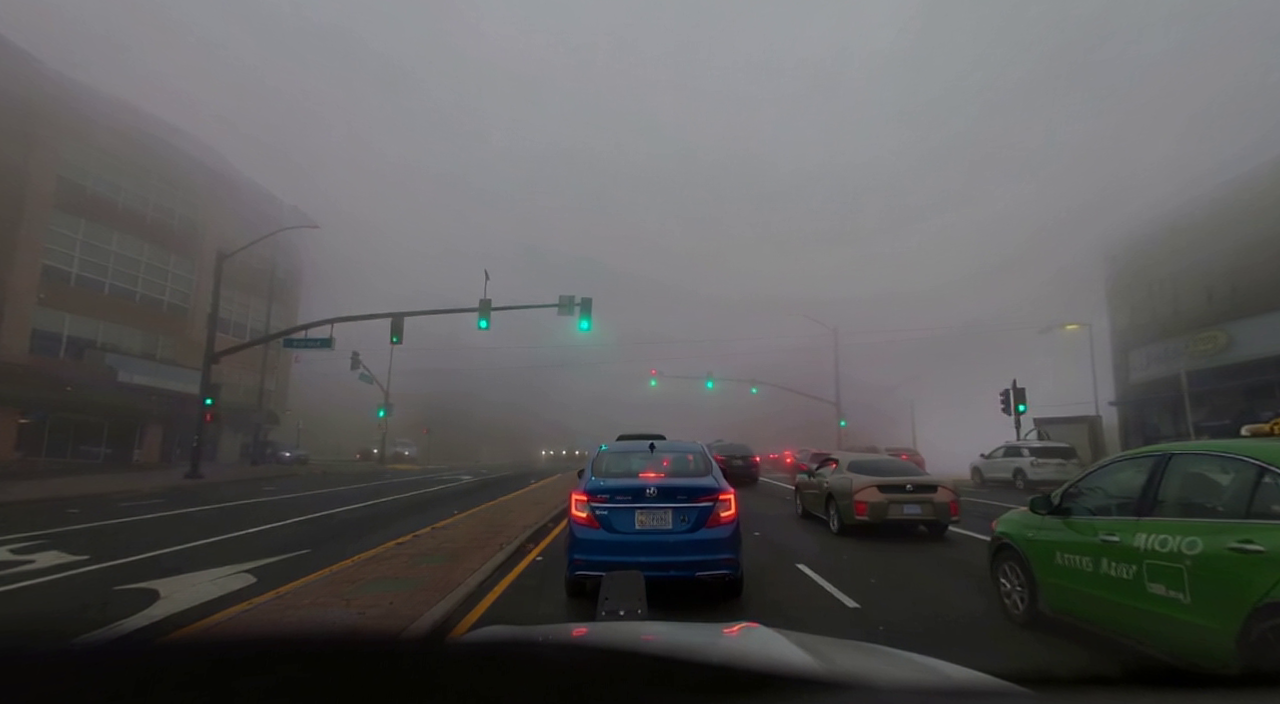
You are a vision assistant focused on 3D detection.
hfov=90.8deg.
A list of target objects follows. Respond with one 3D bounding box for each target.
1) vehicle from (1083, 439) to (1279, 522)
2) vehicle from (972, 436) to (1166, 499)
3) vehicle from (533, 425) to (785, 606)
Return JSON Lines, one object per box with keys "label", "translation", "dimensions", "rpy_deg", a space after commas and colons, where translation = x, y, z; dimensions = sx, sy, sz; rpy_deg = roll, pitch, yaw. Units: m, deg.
{"label": "vehicle", "translation": [14.159, 3.106, 15.934], "dimensions": [2.235, 1.721, 5.230], "rpy_deg": [0, -9, 1]}
{"label": "vehicle", "translation": [14.066, 3.819, 21.375], "dimensions": [2.309, 1.819, 5.793], "rpy_deg": [1, -9, -3]}
{"label": "vehicle", "translation": [0.128, 1.677, 7.396], "dimensions": [2.067, 1.471, 4.241], "rpy_deg": [0, -9, -1]}
